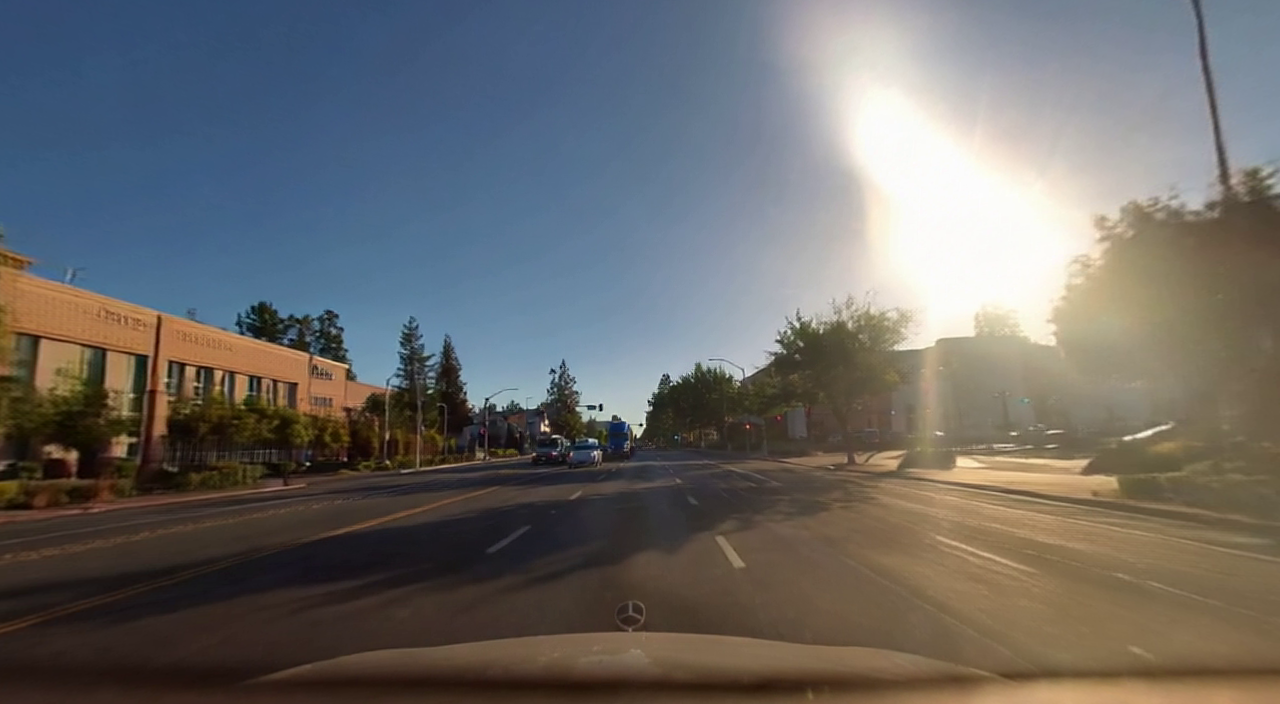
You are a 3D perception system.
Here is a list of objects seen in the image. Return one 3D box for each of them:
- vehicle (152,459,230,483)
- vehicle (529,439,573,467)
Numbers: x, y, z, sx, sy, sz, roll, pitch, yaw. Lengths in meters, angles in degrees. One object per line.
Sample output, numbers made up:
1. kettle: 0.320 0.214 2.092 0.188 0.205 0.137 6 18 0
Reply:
1. vehicle: -35.562 9.412 49.967 4.485 1.772 2.149 0 -9 1
2. vehicle: -5.816 6.677 41.899 2.179 1.750 4.621 0 -8 1
